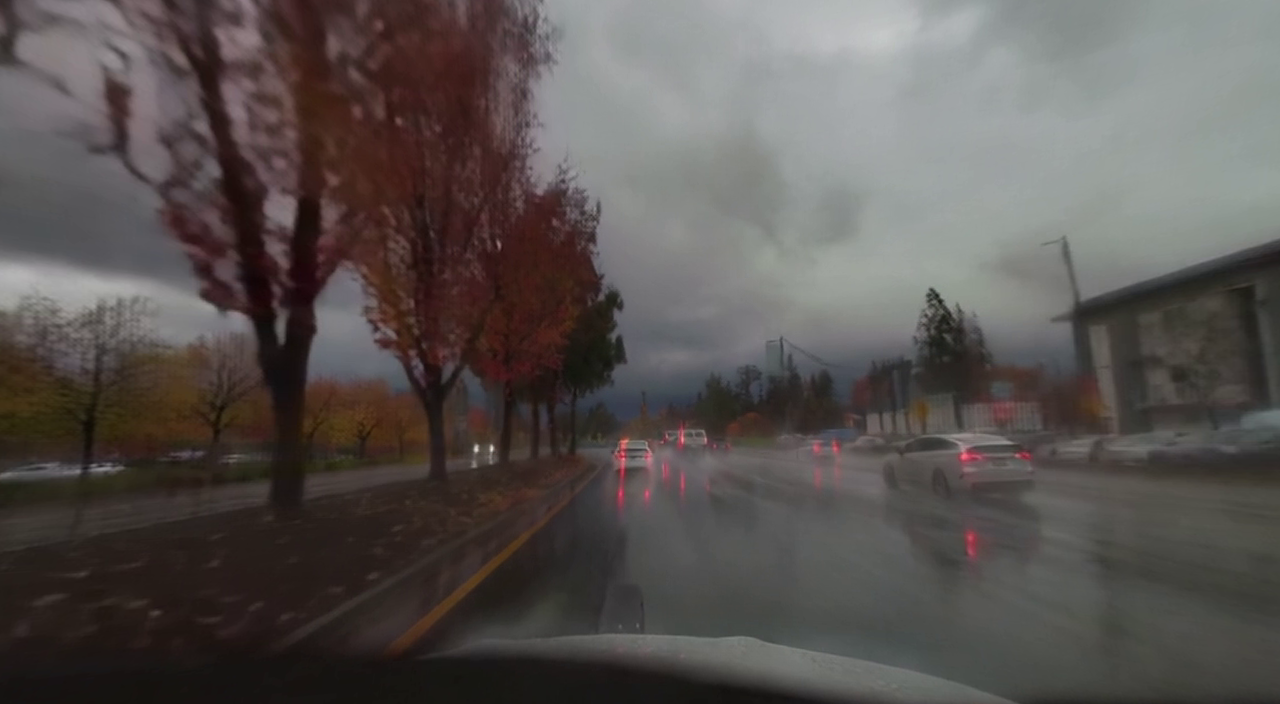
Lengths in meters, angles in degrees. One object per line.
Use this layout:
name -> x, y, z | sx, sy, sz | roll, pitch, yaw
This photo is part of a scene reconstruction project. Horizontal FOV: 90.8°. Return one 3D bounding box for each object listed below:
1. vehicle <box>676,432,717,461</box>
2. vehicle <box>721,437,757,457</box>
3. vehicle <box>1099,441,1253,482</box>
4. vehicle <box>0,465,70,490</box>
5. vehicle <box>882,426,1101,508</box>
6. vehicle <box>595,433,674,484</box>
vehicle -> 3.596, 6.151, 41.254 | 2.188, 1.760, 4.297 | 0, -8, -1
vehicle -> 7.507, 7.261, 48.293 | 2.061, 1.460, 3.948 | 0, -8, -1
vehicle -> 21.127, 4.308, 25.244 | 1.920, 1.458, 4.704 | 0, -8, -2
vehicle -> -44.550, 9.117, 45.990 | 3.961, 1.678, 2.032 | 1, -8, -4
vehicle -> 7.391, 2.468, 14.032 | 2.111, 1.493, 4.639 | 0, -8, -1
vehicle -> -0.198, 3.420, 20.556 | 2.289, 1.471, 4.477 | 0, -8, -1
